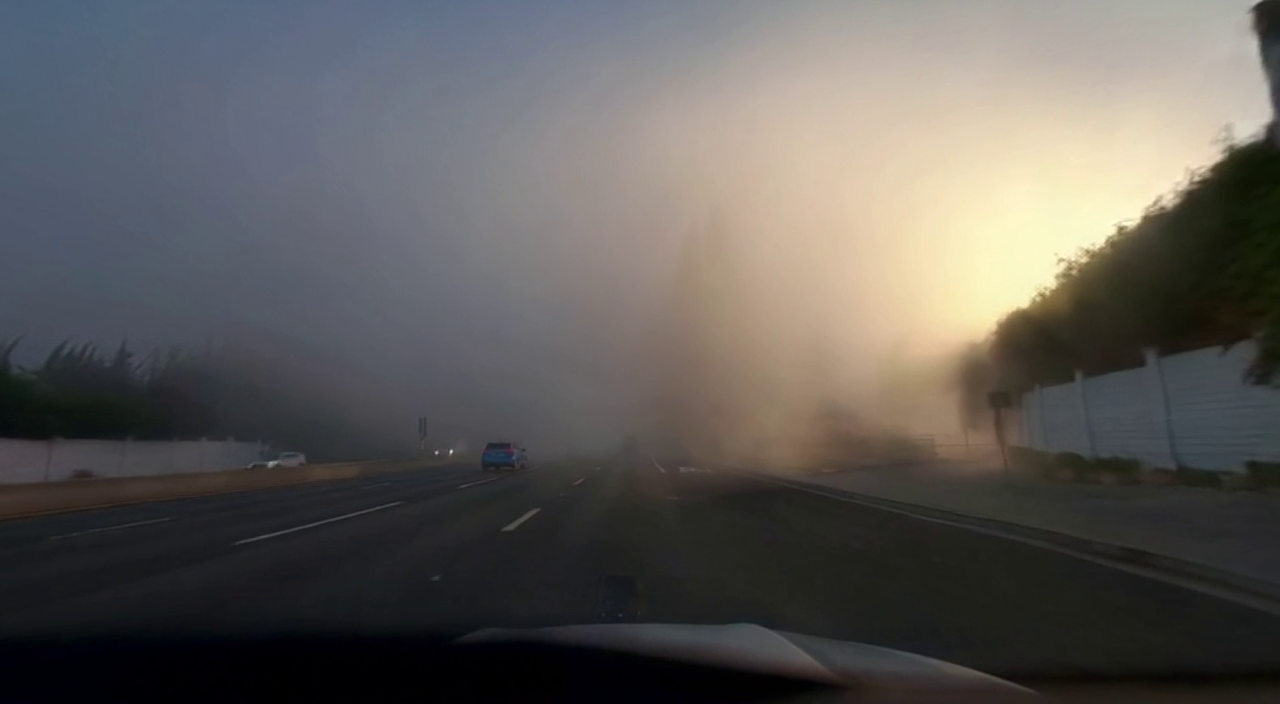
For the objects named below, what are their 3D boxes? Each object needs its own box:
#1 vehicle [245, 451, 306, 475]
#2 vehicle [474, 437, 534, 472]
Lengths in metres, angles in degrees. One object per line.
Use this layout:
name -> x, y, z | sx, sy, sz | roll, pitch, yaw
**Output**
vehicle -> -27.715, 8.441, 48.212 | 1.958, 1.712, 4.643 | 0, -9, -2
vehicle -> -7.294, 5.545, 34.377 | 2.115, 1.711, 4.722 | -1, -9, 1
